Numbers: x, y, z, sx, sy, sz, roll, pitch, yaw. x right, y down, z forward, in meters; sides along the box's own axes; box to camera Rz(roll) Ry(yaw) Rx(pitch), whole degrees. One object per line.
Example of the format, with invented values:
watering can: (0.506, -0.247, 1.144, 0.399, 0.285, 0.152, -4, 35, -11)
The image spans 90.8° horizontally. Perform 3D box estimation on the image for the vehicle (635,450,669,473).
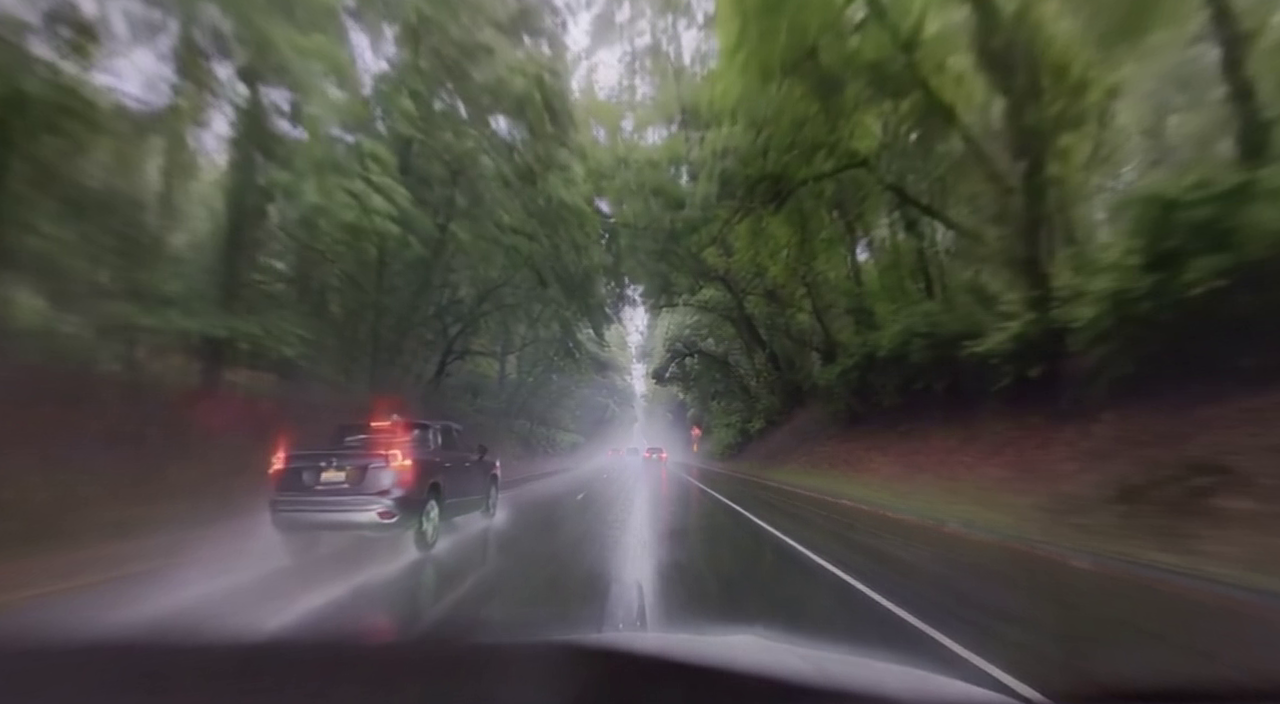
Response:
vehicle: (0.751, 7.417, 43.117, 2.046, 1.452, 4.407, 0, -9, -2)

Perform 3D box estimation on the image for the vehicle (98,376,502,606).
vehicle: (-3.589, 1.603, 8.189, 2.418, 2.049, 4.930, 0, -9, 0)
